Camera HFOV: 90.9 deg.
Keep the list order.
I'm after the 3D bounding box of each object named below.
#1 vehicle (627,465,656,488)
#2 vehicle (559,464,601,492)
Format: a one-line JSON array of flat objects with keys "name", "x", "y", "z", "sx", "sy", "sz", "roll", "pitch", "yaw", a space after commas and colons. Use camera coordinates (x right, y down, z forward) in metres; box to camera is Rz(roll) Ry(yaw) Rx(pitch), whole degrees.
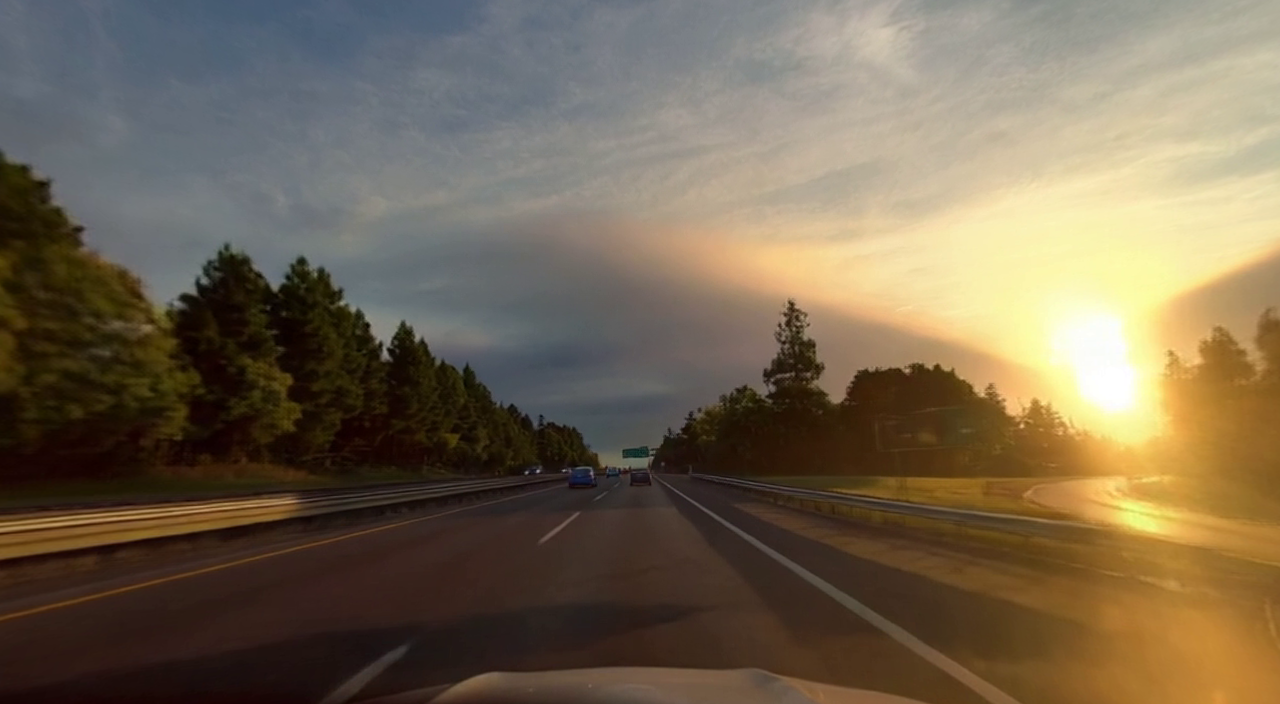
[{"name": "vehicle", "x": 0.111, "y": 9.105, "z": 46.115, "sx": 2.065, "sy": 1.596, "sz": 3.869, "roll": 1, "pitch": -11, "yaw": 0}, {"name": "vehicle", "x": -3.589, "y": 7.679, "z": 38.493, "sx": 2.047, "sy": 1.523, "sz": 4.279, "roll": 1, "pitch": -11, "yaw": 1}]
